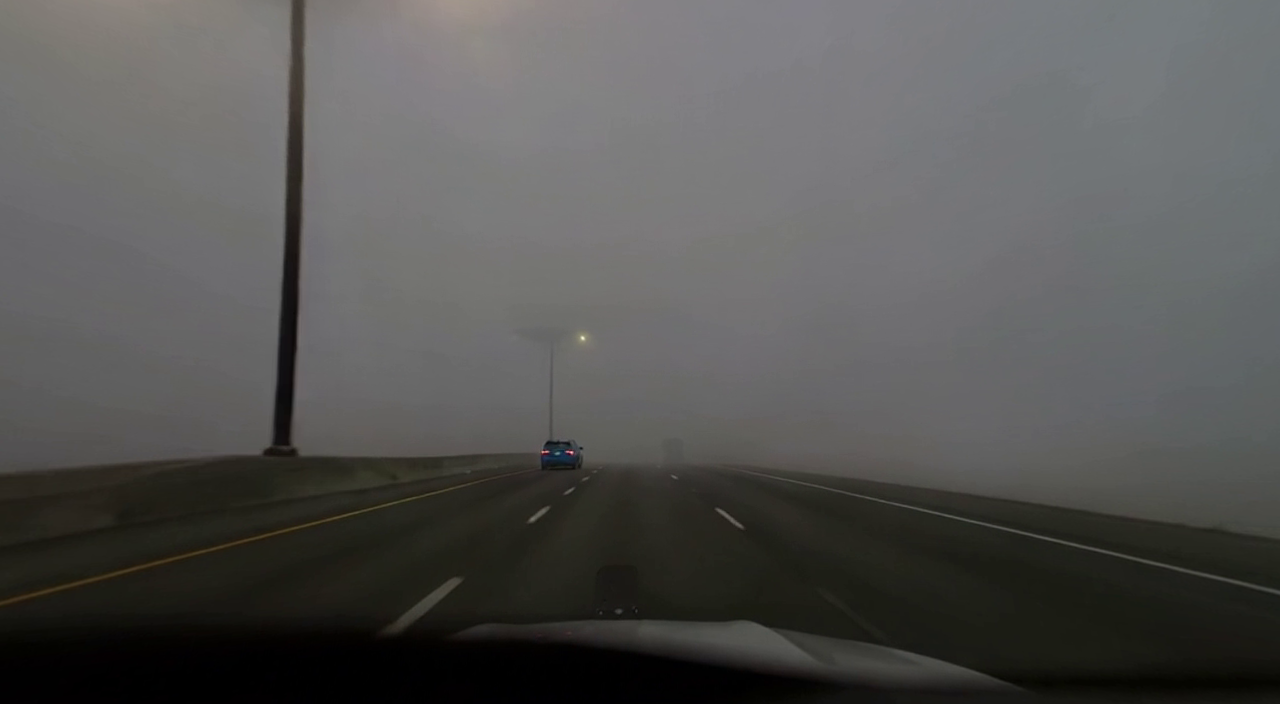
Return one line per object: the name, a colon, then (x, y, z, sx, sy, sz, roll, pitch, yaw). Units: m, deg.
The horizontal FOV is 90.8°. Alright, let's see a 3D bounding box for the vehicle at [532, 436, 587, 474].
vehicle: (-4.040, 5.288, 32.556, 2.205, 1.773, 5.124, 0, -9, 0)
